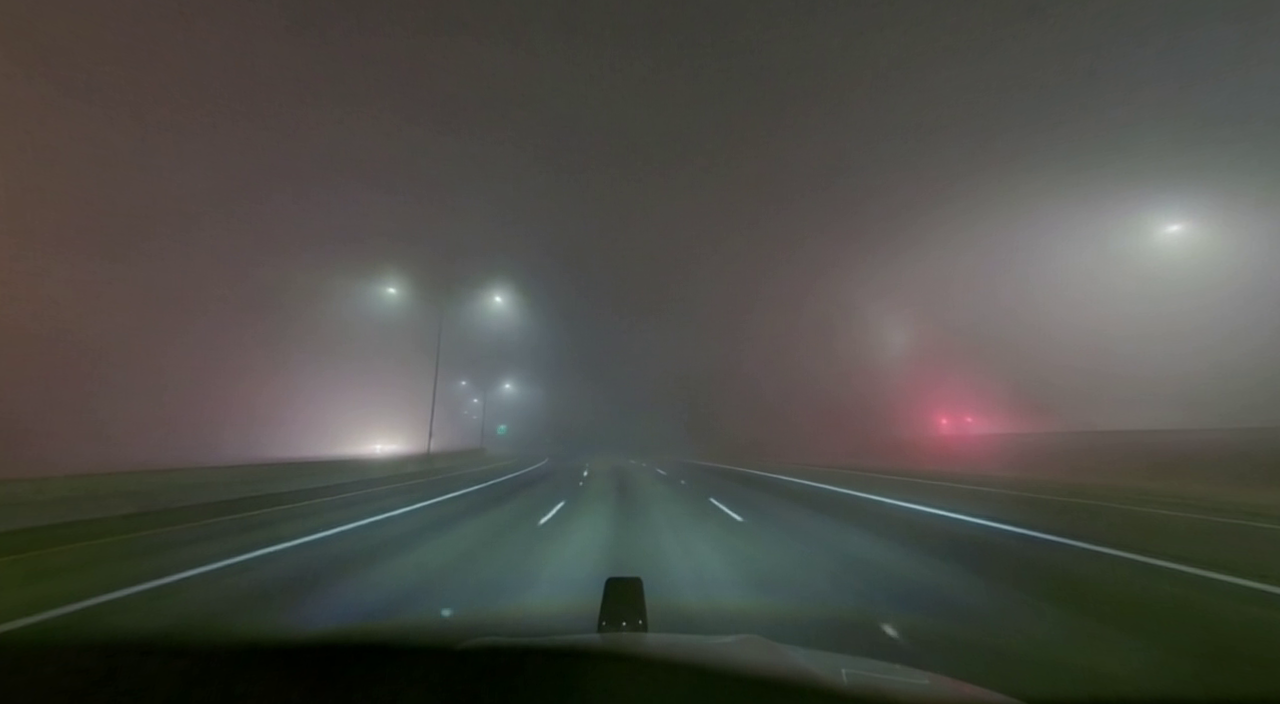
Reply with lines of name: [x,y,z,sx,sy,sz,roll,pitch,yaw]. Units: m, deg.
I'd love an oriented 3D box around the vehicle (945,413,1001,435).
vehicle: [25.218,5.488,47.863,1.944,1.461,3.689,1,-9,-6]
